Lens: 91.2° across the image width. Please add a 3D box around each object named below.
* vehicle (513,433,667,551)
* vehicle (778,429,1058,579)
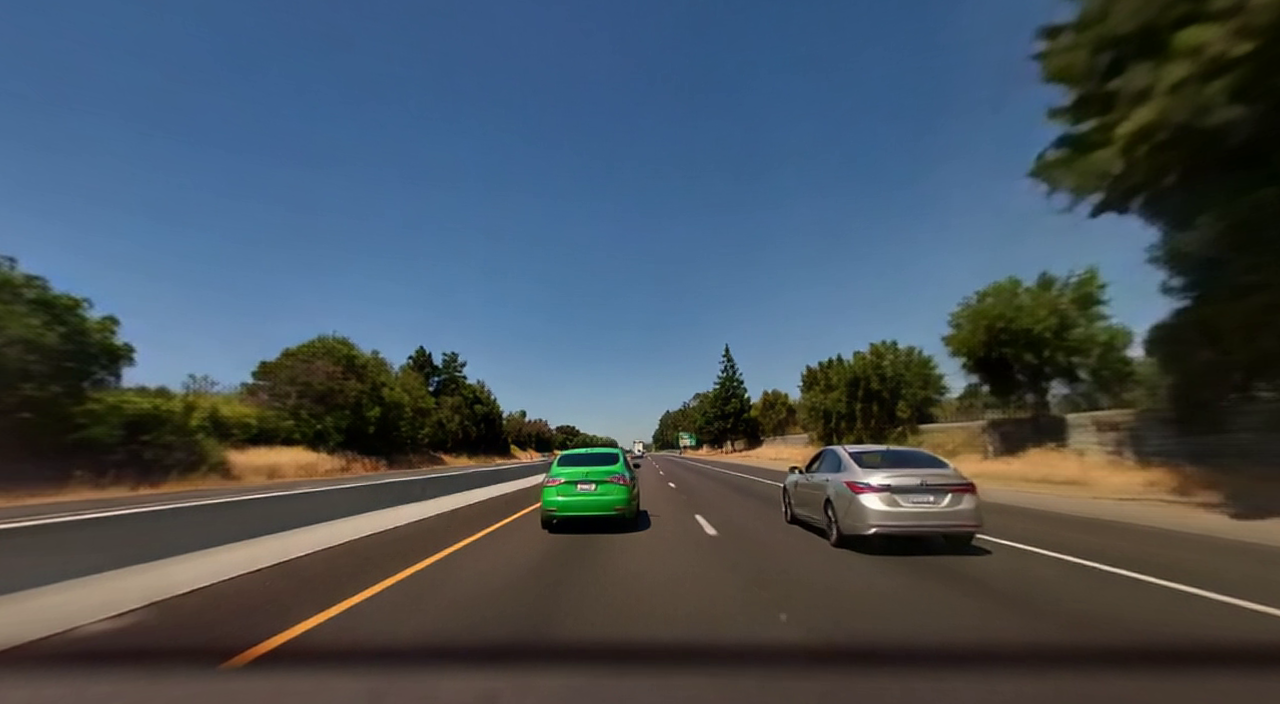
[{"bbox_3d":[-0.661,2.231,10.680,2.083,1.548,4.251,-1,-9,0],"label":"vehicle"},{"bbox_3d":[3.364,1.906,8.639,2.021,1.533,4.014,-1,-9,1],"label":"vehicle"}]
